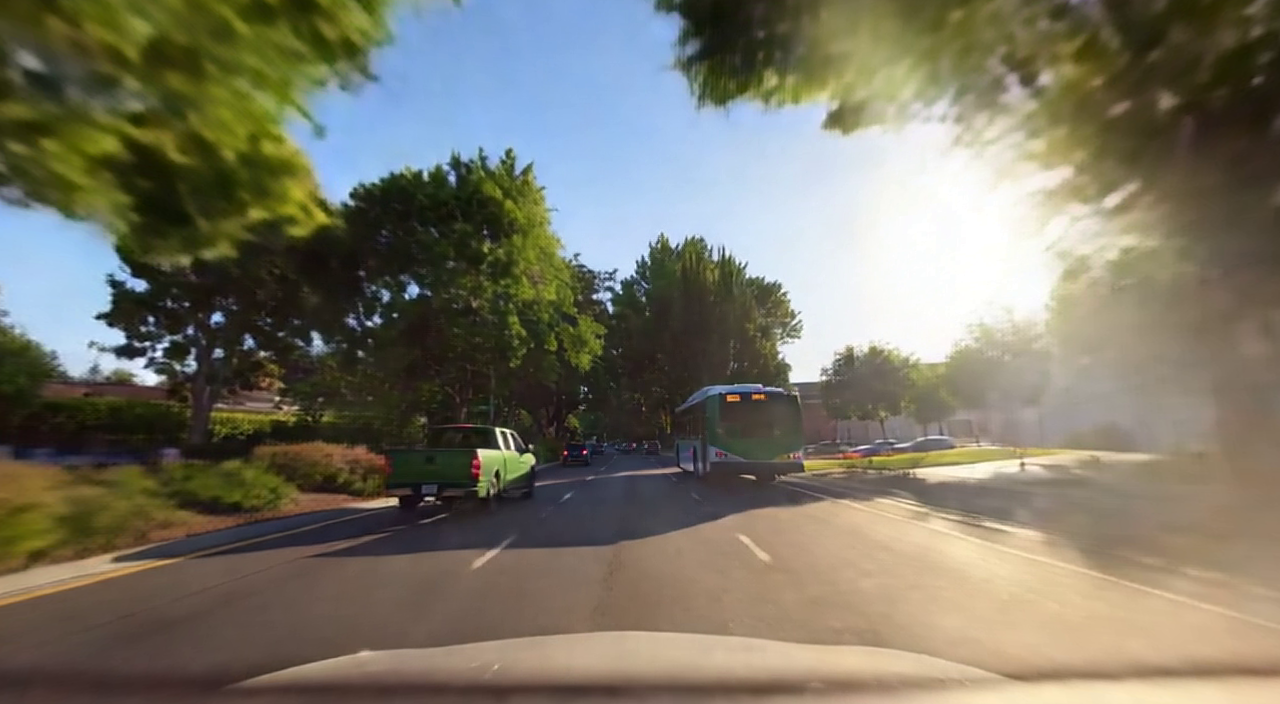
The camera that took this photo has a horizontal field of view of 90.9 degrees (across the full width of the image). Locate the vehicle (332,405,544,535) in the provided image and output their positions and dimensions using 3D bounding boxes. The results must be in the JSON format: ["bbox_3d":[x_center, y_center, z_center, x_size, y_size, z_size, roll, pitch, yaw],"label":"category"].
[{"bbox_3d":[-3.310,2.081,11.703,2.074,1.849,5.137,0,-8,2],"label":"vehicle"}]

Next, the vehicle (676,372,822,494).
[{"bbox_3d":[3.293,3.104,23.342,3.059,3.264,12.623,0,-8,0],"label":"vehicle"}]

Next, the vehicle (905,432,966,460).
[{"bbox_3d":[21.773,6.949,46.650,2.152,1.945,4.827,0,-8,1],"label":"vehicle"}]

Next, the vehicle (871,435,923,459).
[{"bbox_3d":[19.014,7.089,46.827,2.062,1.683,4.209,0,-8,1],"label":"vehicle"}]

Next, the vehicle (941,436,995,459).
[{"bbox_3d":[24.132,7.061,46.532,1.987,1.604,4.005,0,-9,3],"label":"vehicle"}]

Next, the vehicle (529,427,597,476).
[{"bbox_3d":[-3.488,4.656,29.807,2.513,2.066,5.820,0,-8,0],"label":"vehicle"}]
